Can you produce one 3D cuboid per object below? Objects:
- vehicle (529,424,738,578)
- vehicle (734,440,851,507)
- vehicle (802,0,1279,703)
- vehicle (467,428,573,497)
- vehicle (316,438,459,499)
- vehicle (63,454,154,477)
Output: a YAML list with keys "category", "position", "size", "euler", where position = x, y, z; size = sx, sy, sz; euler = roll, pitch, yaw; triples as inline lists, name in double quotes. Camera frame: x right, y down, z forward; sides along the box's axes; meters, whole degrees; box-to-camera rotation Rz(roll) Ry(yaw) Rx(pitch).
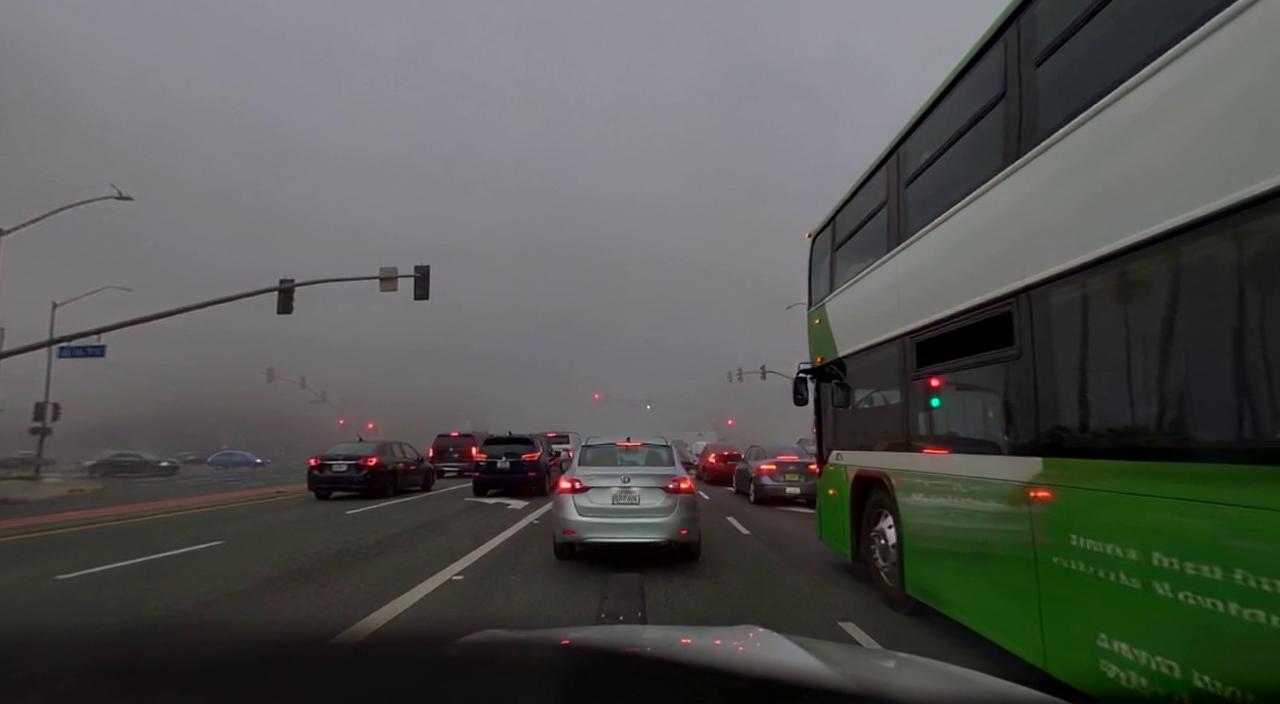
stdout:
- category: "vehicle"
  position: [-0.079, 1.769, 8.234]
  size: [2.060, 1.499, 3.831]
  euler: [0, -9, 0]
- category: "vehicle"
  position: [3.690, 3.014, 16.143]
  size: [1.989, 1.467, 4.364]
  euler: [0, -9, 1]
- category: "vehicle"
  position: [3.548, -0.439, 1.181]
  size: [2.970, 4.015, 13.606]
  euler: [0, -9, 0]
- category: "vehicle"
  position: [-3.267, 3.123, 18.131]
  size: [2.020, 1.721, 4.366]
  euler: [-1, -9, 2]
- category: "vehicle"
  position: [-6.914, 3.228, 17.987]
  size: [1.927, 1.480, 4.832]
  euler: [0, -9, 2]
- category: "vehicle"
  position: [-37.829, 8.077, 45.066]
  size: [4.630, 1.473, 1.837]
  euler: [1, -9, -7]
